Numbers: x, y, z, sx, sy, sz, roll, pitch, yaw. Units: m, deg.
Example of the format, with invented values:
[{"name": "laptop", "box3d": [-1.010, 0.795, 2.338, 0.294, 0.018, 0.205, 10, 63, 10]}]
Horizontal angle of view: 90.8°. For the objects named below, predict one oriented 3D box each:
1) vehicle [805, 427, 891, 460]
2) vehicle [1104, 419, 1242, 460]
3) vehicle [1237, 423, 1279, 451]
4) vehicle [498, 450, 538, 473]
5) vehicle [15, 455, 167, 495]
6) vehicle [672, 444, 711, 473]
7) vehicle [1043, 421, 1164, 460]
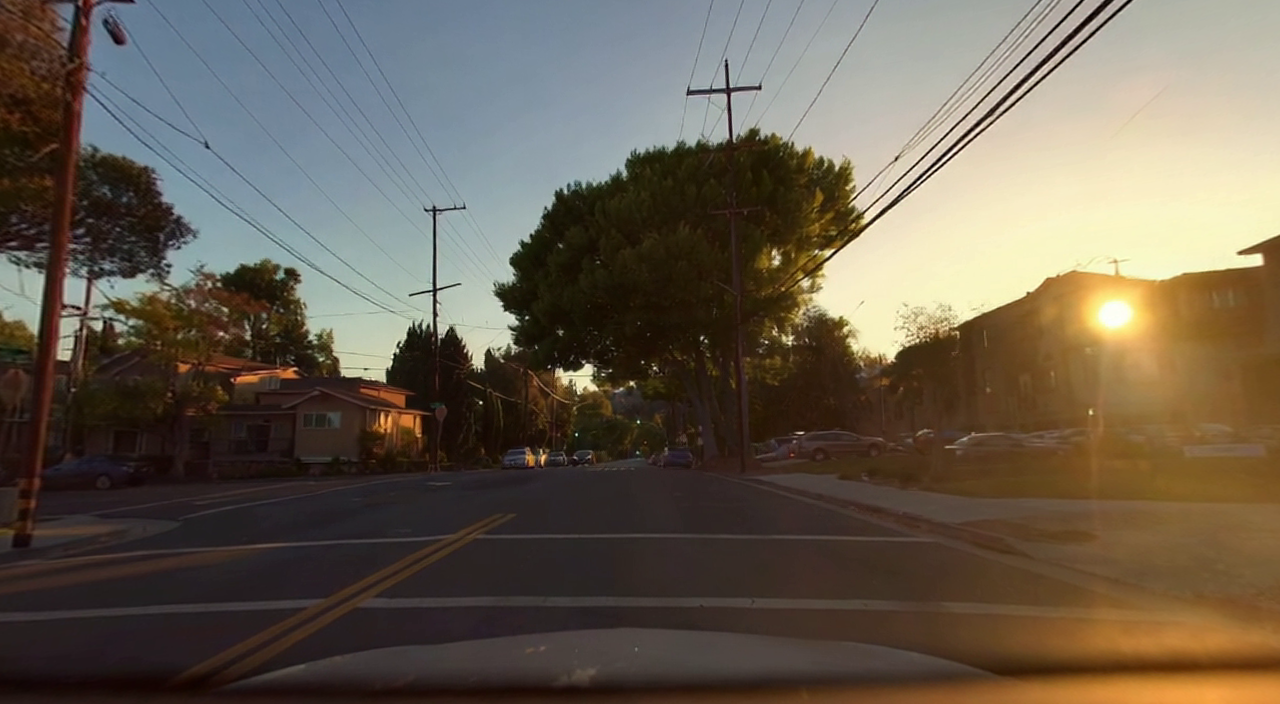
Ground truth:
[{"name": "vehicle", "box3d": [11.217, 4.928, 33.939, 4.509, 1.664, 1.981, 6, -10, -34]}, {"name": "vehicle", "box3d": [22.389, 3.717, 26.659, 4.002, 1.505, 2.061, -1, -10, -5]}, {"name": "vehicle", "box3d": [33.073, 4.418, 32.713, 3.433, 1.389, 1.683, 3, -9, -22]}, {"name": "vehicle", "box3d": [-8.560, 7.682, 44.542, 2.066, 1.472, 4.353, 0, -8, -2]}, {"name": "vehicle", "box3d": [-22.309, 4.991, 25.802, 4.424, 1.486, 1.814, 0, -8, -2]}, {"name": "vehicle", "box3d": [3.236, 6.802, 40.526, 1.993, 1.755, 4.256, 0, -8, -2]}, {"name": "vehicle", "box3d": [22.099, 4.175, 30.352, 4.320, 1.673, 1.957, -2, -5, 24]}]
